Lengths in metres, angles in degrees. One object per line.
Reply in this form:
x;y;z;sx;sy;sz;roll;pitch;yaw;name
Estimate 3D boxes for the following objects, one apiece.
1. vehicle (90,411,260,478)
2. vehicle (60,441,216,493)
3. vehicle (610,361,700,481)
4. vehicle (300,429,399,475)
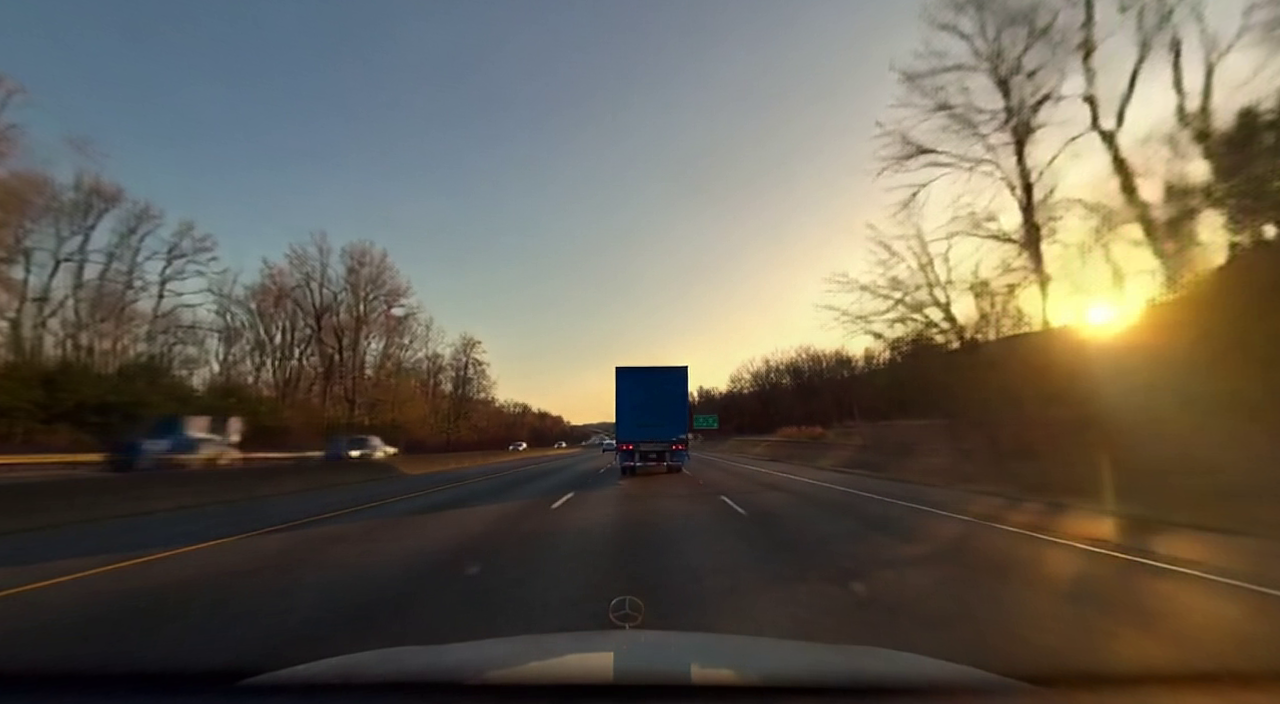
-21.170;4.297;29.233;2.361;2.709;7.148;0;-8;1;vehicle
-17.083;3.889;21.699;1.847;1.585;4.252;0;-8;0;vehicle
0.532;3.073;26.458;3.010;4.039;10.481;0;-8;0;vehicle
-13.194;4.566;28.939;2.100;1.906;4.988;0;-8;1;vehicle
